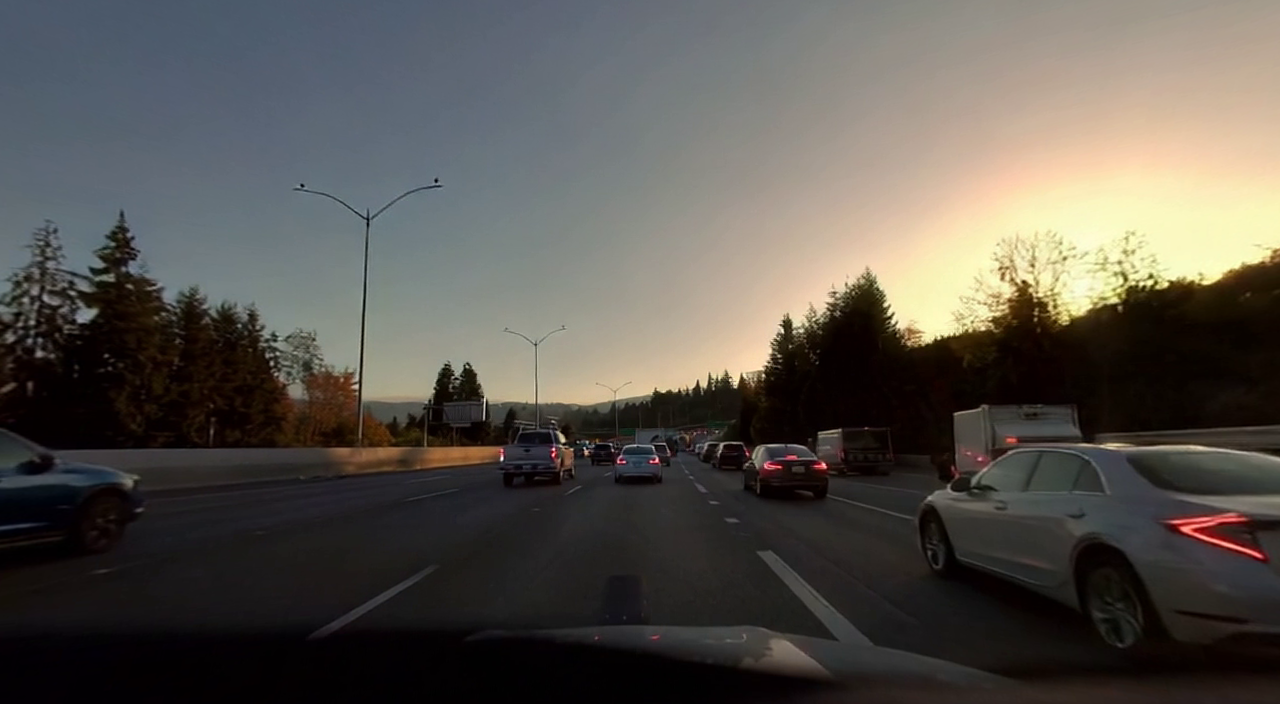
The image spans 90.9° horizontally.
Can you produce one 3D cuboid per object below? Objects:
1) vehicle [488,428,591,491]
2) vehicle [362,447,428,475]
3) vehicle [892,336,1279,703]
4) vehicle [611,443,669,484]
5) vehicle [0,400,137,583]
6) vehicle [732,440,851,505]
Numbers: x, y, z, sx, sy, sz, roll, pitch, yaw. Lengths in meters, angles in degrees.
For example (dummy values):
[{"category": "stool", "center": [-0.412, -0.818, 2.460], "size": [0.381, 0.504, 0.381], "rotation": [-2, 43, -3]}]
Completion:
[{"category": "vehicle", "center": [-3.284, 3.701, 22.177], "size": [2.395, 1.892, 5.995], "rotation": [0, -8, 2]}, {"category": "vehicle", "center": [-17.448, 7.760, 45.287], "size": [2.160, 1.888, 5.408], "rotation": [-1, -8, 5]}, {"category": "vehicle", "center": [3.857, 1.122, 4.810], "size": [1.999, 1.777, 4.578], "rotation": [0, -8, 1]}, {"category": "vehicle", "center": [0.099, 4.334, 24.861], "size": [2.070, 1.456, 4.029], "rotation": [-1, -8, 3]}, {"category": "vehicle", "center": [-7.457, 1.246, 5.336], "size": [2.191, 1.789, 4.960], "rotation": [0, -8, 2]}, {"category": "vehicle", "center": [3.866, 3.150, 17.070], "size": [1.907, 1.474, 4.840], "rotation": [0, -8, -2]}]
